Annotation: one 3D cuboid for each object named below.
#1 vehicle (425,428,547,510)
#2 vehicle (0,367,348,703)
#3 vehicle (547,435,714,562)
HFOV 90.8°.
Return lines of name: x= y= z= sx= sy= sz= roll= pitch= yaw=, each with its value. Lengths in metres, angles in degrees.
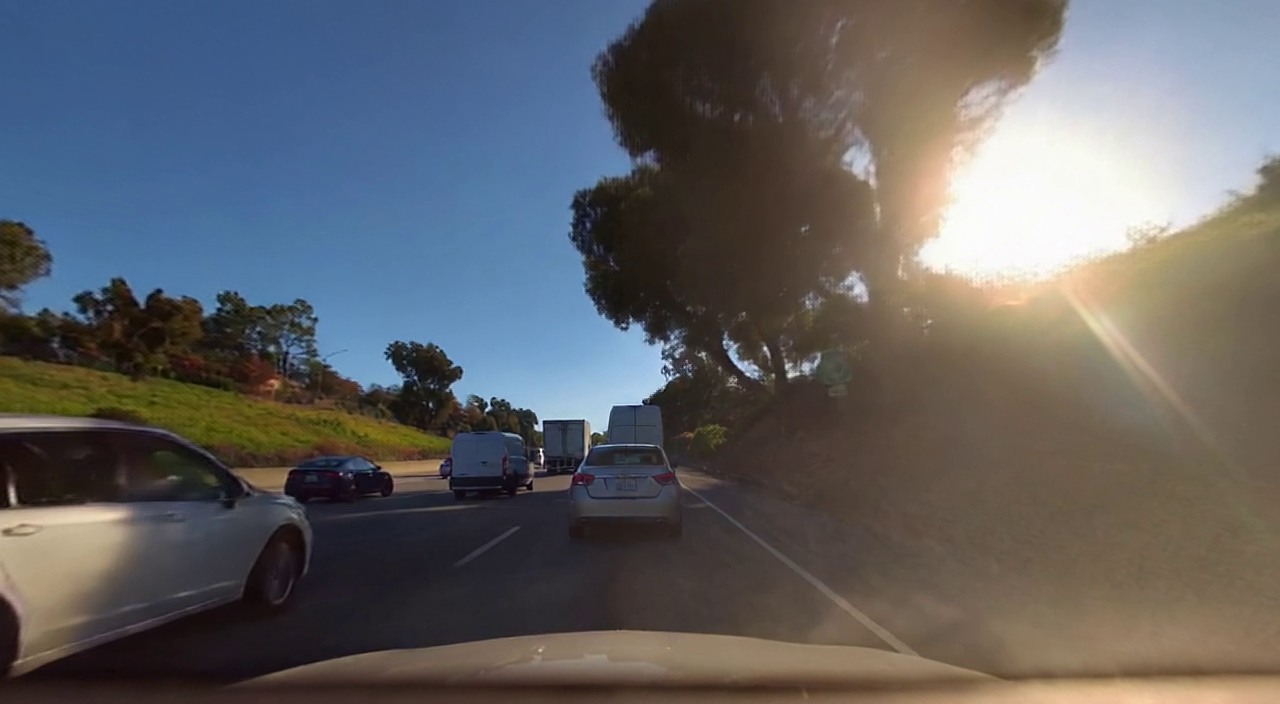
vehicle: x=-3.982 y=3.122 z=17.246 sx=2.055 sy=1.913 sz=4.584 roll=-1 pitch=-9 yaw=2
vehicle: x=-3.634 y=1.027 z=3.354 sx=2.029 sy=1.656 sz=4.437 roll=0 pitch=-9 yaw=0
vehicle: x=-0.137 y=2.026 z=9.334 sx=1.995 sy=1.495 sz=3.380 roll=0 pitch=-9 yaw=-1
